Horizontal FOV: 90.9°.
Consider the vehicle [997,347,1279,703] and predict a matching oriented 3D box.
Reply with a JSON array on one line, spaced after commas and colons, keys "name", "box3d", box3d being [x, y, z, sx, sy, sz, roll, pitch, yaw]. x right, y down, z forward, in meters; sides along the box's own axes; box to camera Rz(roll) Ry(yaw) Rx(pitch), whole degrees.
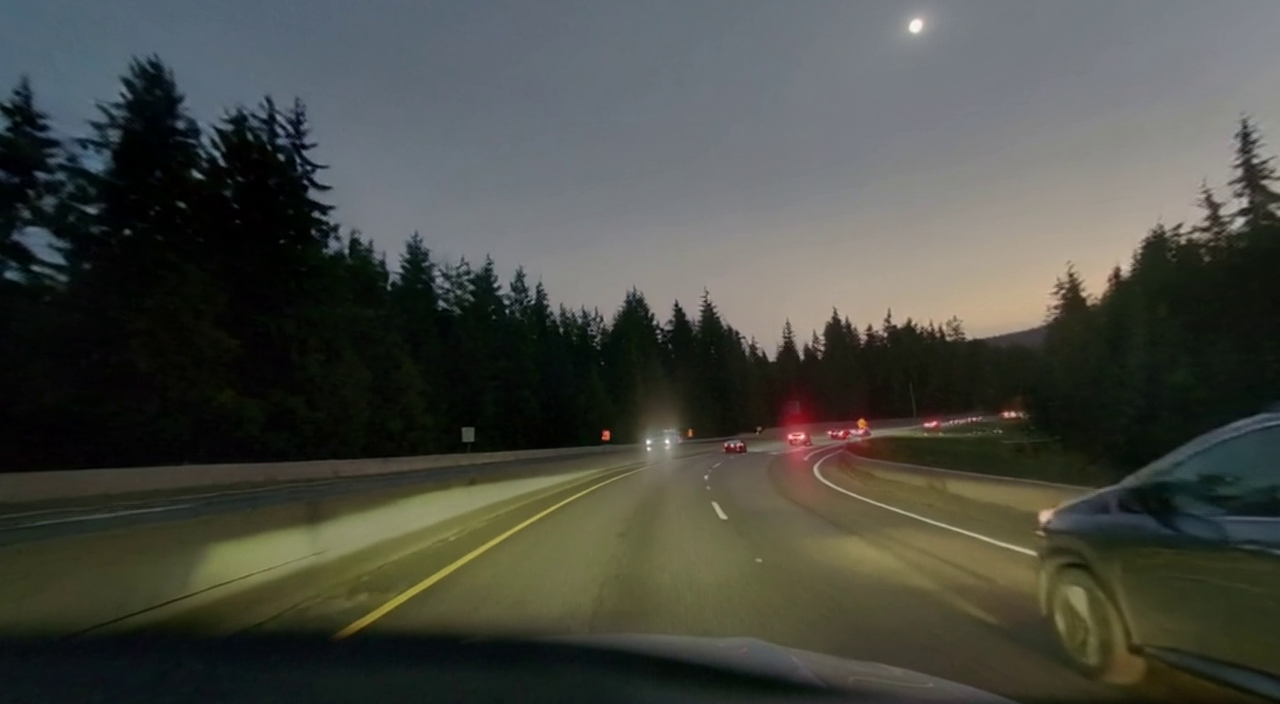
[{"name": "vehicle", "box3d": [3.715, 0.812, 2.425, 2.112, 1.708, 4.380, 0, -8, 0]}]
